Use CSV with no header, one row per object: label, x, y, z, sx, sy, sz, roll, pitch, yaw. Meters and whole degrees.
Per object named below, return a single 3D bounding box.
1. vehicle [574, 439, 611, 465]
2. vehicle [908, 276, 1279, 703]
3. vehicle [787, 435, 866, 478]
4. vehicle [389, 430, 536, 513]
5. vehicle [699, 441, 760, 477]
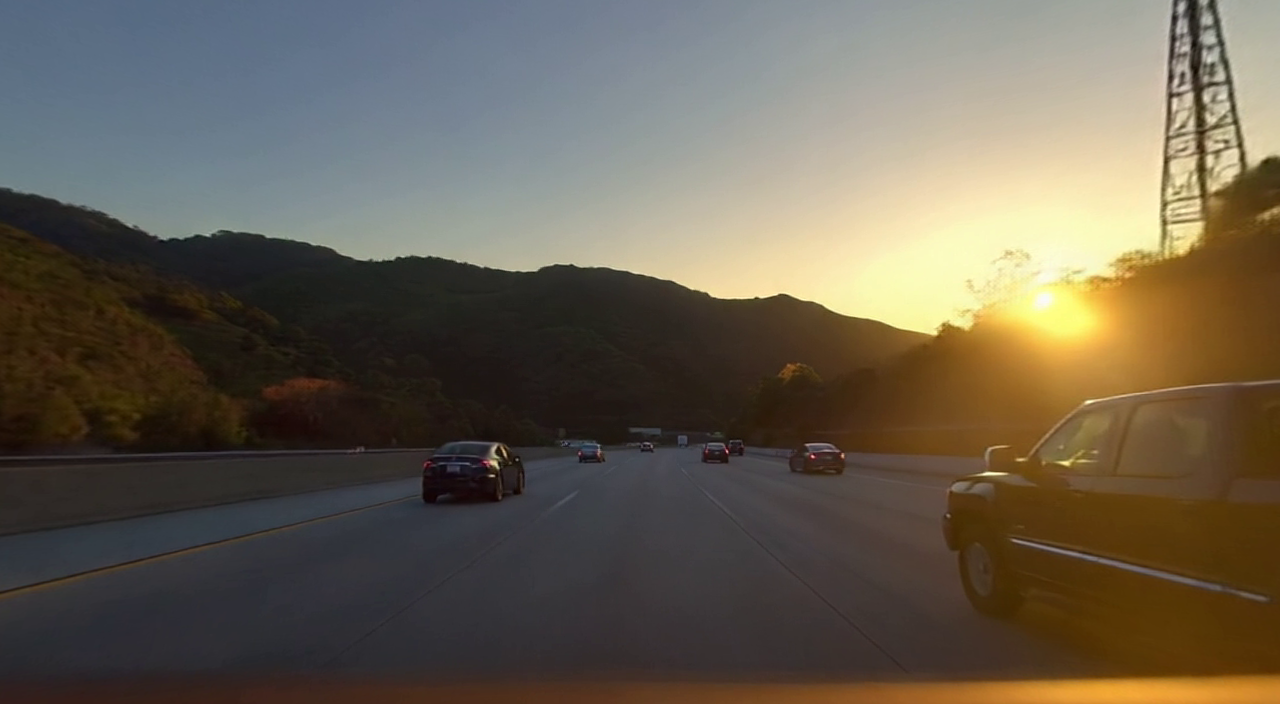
vehicle,-3.183,6.788,42.847,2.021,1.679,4.310,-1,-8,2
vehicle,3.400,0.776,2.872,2.098,1.925,5.171,0,-8,1
vehicle,7.757,4.395,26.743,1.986,1.633,4.430,0,-8,0
vehicle,-3.961,2.752,15.020,2.113,1.636,4.494,-1,-8,1
vehicle,3.918,4.744,28.338,2.046,1.471,4.333,0,-8,-1
